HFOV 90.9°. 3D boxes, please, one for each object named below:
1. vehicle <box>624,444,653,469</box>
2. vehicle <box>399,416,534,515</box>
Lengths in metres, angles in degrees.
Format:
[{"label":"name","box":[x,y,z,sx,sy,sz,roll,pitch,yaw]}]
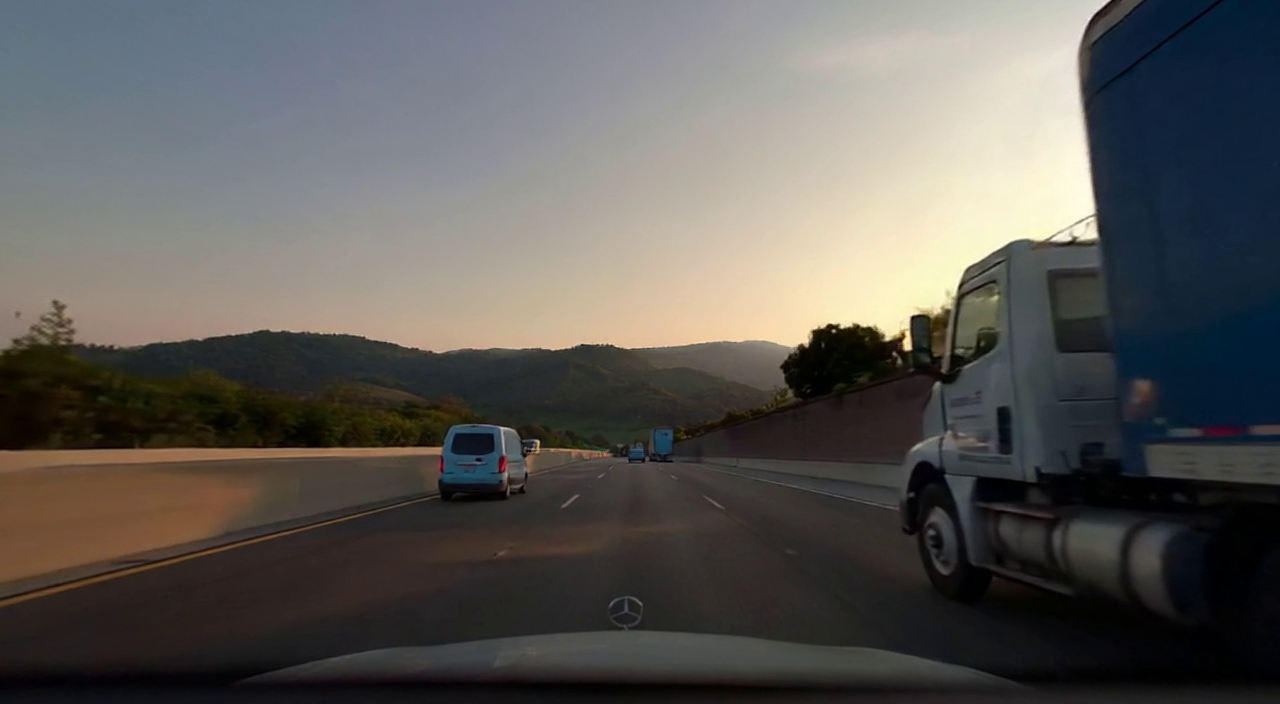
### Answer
[{"label":"vehicle","box":[-0.120,8.005,48.340,2.166,1.747,4.299,0,-9,0]},{"label":"vehicle","box":[-3.959,2.711,15.373,1.955,2.004,4.792,0,-9,0]}]
